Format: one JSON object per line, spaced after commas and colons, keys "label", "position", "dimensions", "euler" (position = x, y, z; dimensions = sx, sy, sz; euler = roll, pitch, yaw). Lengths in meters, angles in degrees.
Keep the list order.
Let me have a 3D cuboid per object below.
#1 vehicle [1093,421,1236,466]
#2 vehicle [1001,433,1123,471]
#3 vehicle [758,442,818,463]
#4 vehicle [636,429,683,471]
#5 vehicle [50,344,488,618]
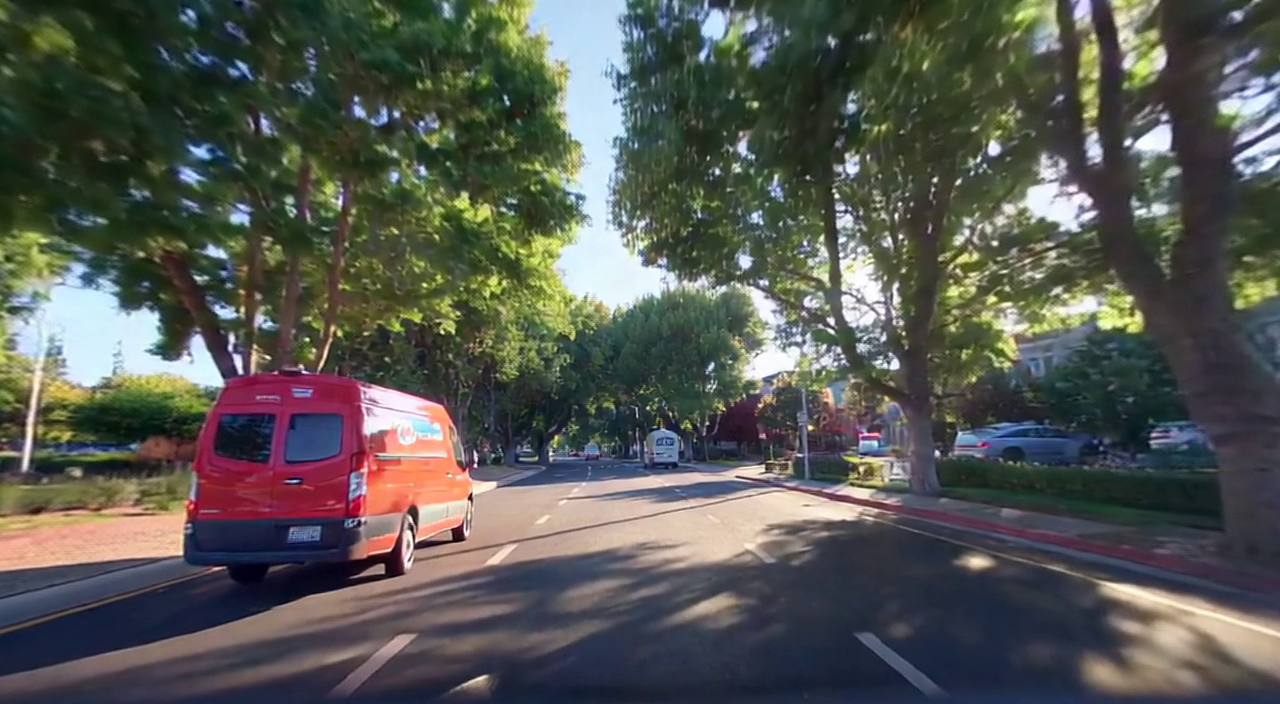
{"label": "vehicle", "position": [23.373, 4.154, 28.458], "dimensions": [1.966, 1.798, 4.753], "euler": [1, -9, -7]}
{"label": "vehicle", "position": [18.322, 4.377, 27.718], "dimensions": [1.926, 1.517, 4.505], "euler": [1, -9, -5]}
{"label": "vehicle", "position": [11.635, 7.925, 49.765], "dimensions": [4.117, 1.627, 2.086], "euler": [1, -9, -5]}
{"label": "vehicle", "position": [1.181, 6.488, 41.753], "dimensions": [2.397, 2.566, 5.324], "euler": [1, -9, -6]}
{"label": "vehicle", "position": [-3.562, 1.395, 7.485], "dimensions": [2.420, 2.227, 4.499], "euler": [0, -9, -1]}
